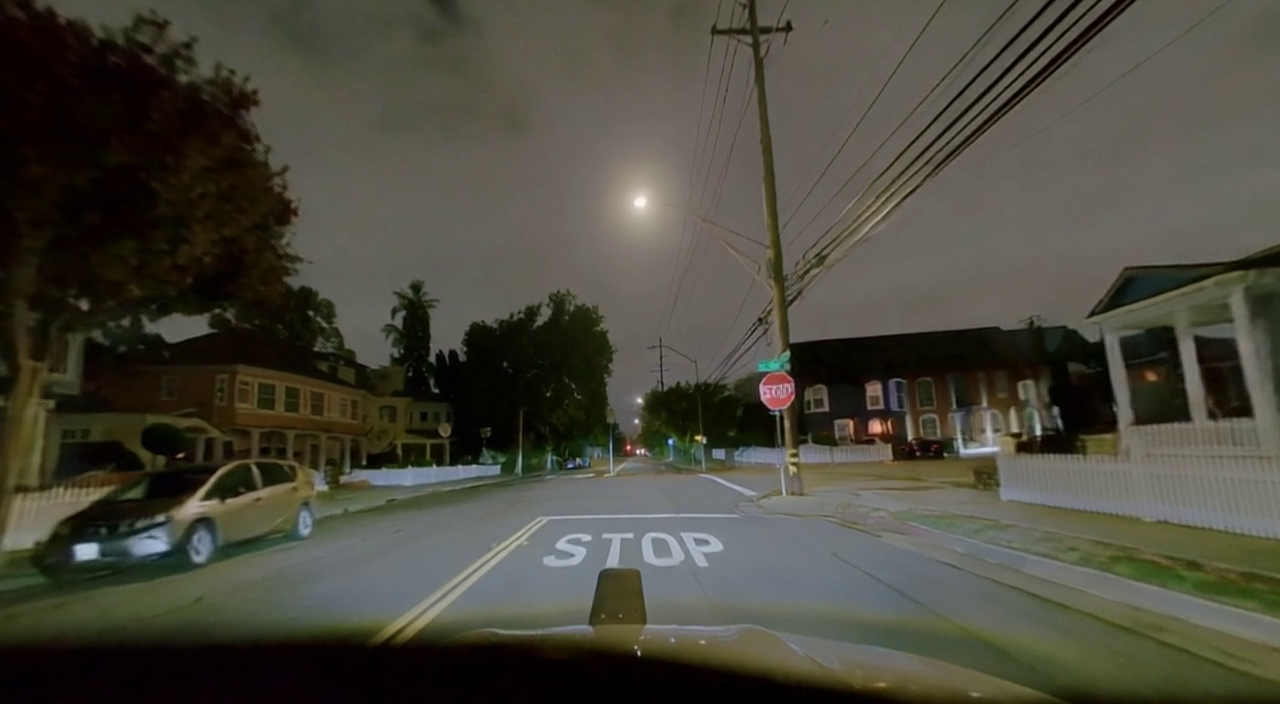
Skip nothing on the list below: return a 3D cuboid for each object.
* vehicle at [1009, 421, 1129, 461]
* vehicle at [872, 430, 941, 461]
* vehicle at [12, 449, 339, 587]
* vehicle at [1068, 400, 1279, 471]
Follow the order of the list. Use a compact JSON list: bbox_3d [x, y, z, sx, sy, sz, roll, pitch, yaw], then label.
[{"bbox_3d":[21.166,4.416,31.276,4.466,1.769,2.033,1,-9,-2],"label":"vehicle"},{"bbox_3d":[15.610,5.525,37.315,2.025,1.689,4.342,0,-9,-2],"label":"vehicle"},{"bbox_3d":[-6.745,2.383,9.916,2.026,1.560,4.062,-4,-9,1],"label":"vehicle"},{"bbox_3d":[16.668,2.518,18.867,6.022,1.953,2.250,0,-9,0],"label":"vehicle"}]
